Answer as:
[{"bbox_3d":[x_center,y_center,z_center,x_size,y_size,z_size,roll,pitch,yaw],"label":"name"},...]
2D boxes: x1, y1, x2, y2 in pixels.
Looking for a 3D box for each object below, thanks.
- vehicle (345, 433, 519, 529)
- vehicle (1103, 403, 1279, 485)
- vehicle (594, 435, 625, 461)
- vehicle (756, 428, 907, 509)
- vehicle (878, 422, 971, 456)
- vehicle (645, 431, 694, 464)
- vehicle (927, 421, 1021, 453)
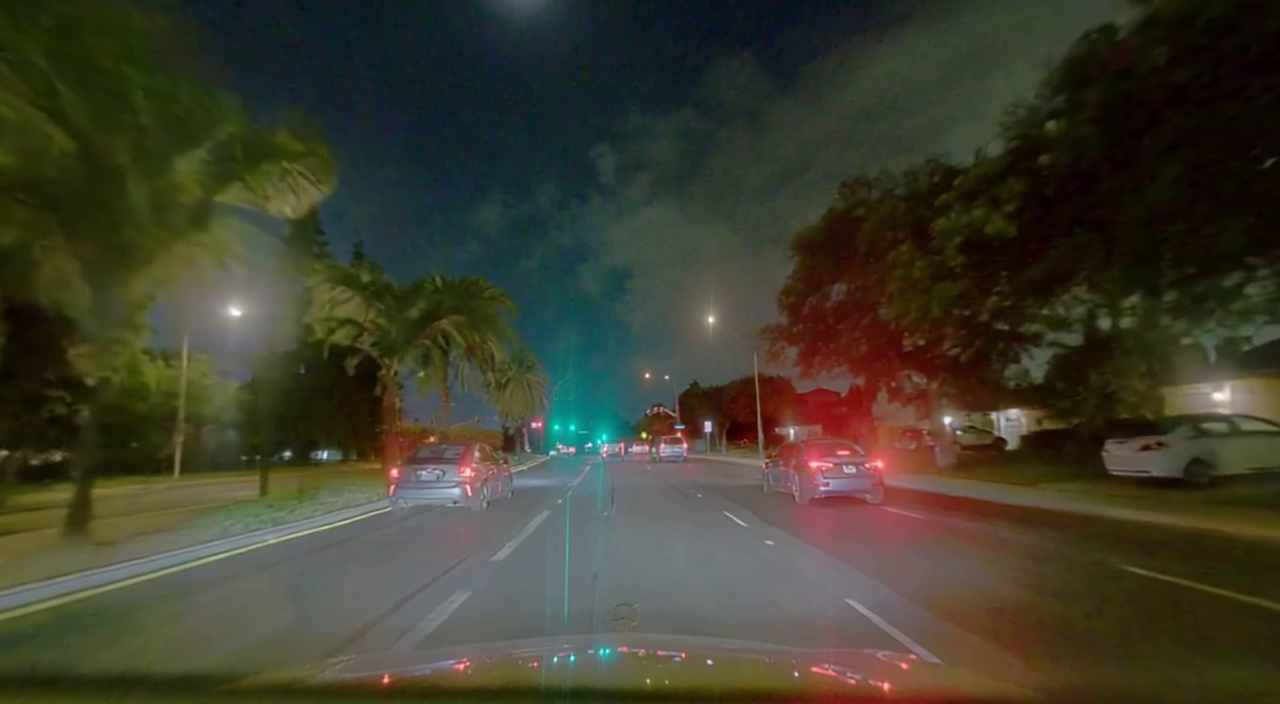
[{"bbox_3d":[-3.664,2.335,12.037,1.924,1.473,4.200,0,-8,-1],"label":"vehicle"},{"bbox_3d":[13.410,2.060,14.236,4.408,1.673,1.969,0,-9,-3],"label":"vehicle"},{"bbox_3d":[-2.390,7.384,48.425,2.164,1.867,4.254,0,-9,-5],"label":"vehicle"},{"bbox_3d":[3.968,2.487,13.903,1.870,1.491,4.009,0,-9,-3],"label":"vehicle"},{"bbox_3d":[15.183,4.719,33.979,1.978,1.669,4.515,2,-9,-17],"label":"vehicle"},{"bbox_3d":[1.781,6.067,40.246,2.391,1.960,5.600,0,-9,-5],"label":"vehicle"},{"bbox_3d":[18.580,4.784,35.354,1.983,1.676,4.326,3,-9,-19],"label":"vehicle"}]
